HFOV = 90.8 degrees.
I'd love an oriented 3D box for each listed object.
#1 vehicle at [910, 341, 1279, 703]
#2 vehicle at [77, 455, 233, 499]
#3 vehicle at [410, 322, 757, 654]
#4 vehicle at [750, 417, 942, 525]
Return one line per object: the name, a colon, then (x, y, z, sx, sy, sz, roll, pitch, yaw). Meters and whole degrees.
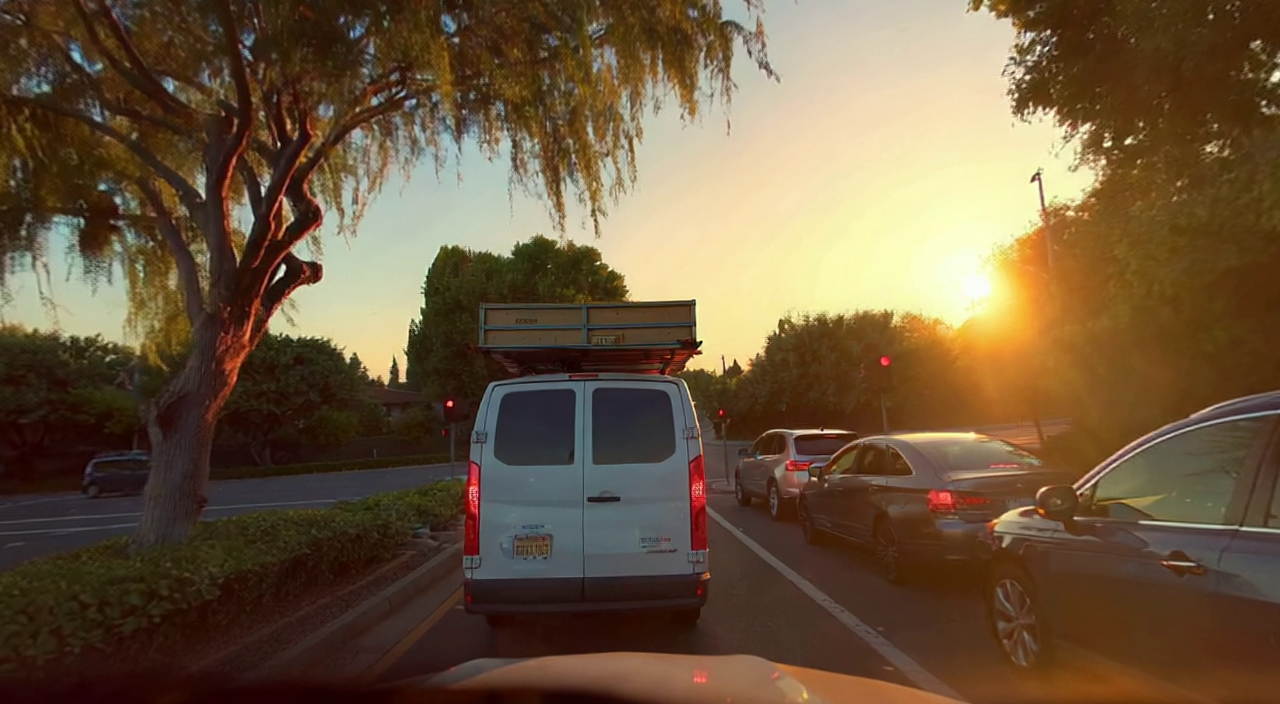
vehicle: (3.449, 0.941, 3.418, 1.965, 1.671, 4.146, 0, -9, -3)
vehicle: (-22.738, 5.854, 29.898, 5.241, 1.894, 2.257, 2, -9, -15)
vehicle: (-0.360, 1.157, 6.194, 2.145, 2.089, 4.309, 0, -9, 0)
vehicle: (3.680, 2.222, 12.267, 2.024, 1.692, 4.252, 1, -9, -4)
